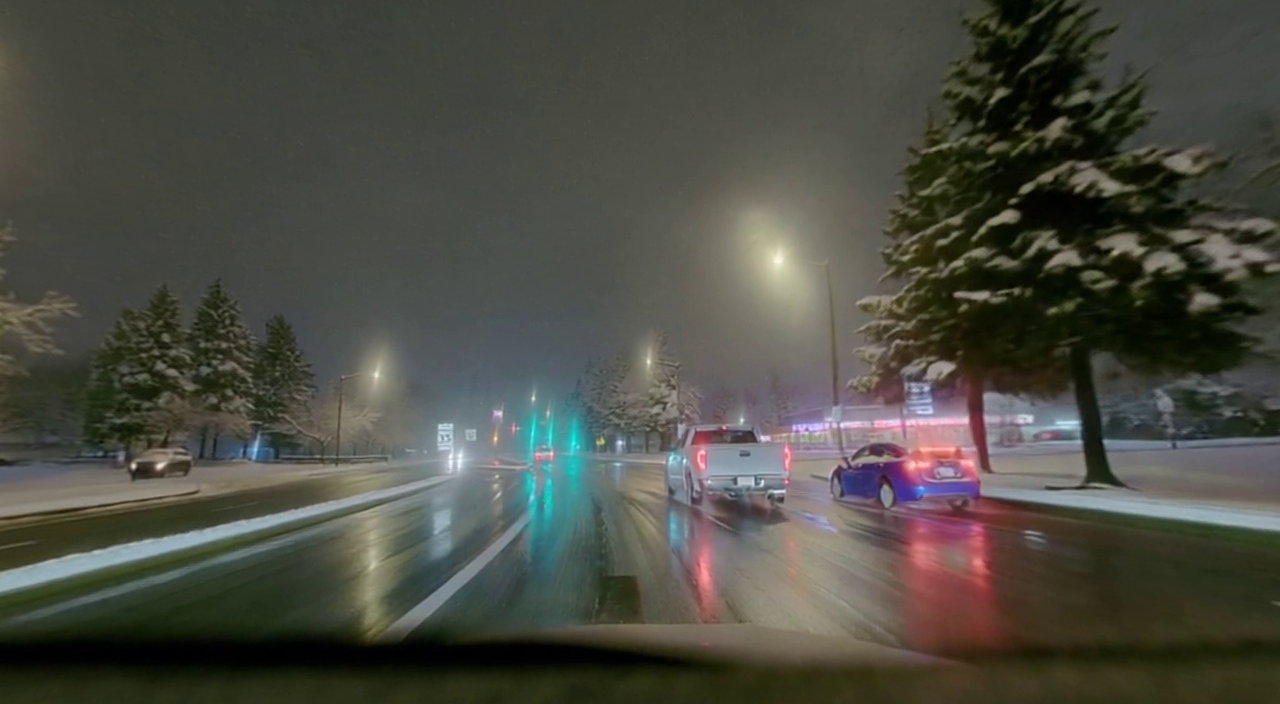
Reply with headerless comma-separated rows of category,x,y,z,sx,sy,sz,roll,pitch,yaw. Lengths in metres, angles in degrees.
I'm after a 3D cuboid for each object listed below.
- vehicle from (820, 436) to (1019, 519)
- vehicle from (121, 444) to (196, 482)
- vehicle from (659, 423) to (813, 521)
vehicle,5.670,2.577,13.561,1.986,1.480,4.296,1,-9,-5
vehicle,-36.295,8.316,47.872,2.217,2.629,5.839,2,-9,-14
vehicle,1.814,2.529,13.933,2.214,1.749,4.998,1,-9,-5
